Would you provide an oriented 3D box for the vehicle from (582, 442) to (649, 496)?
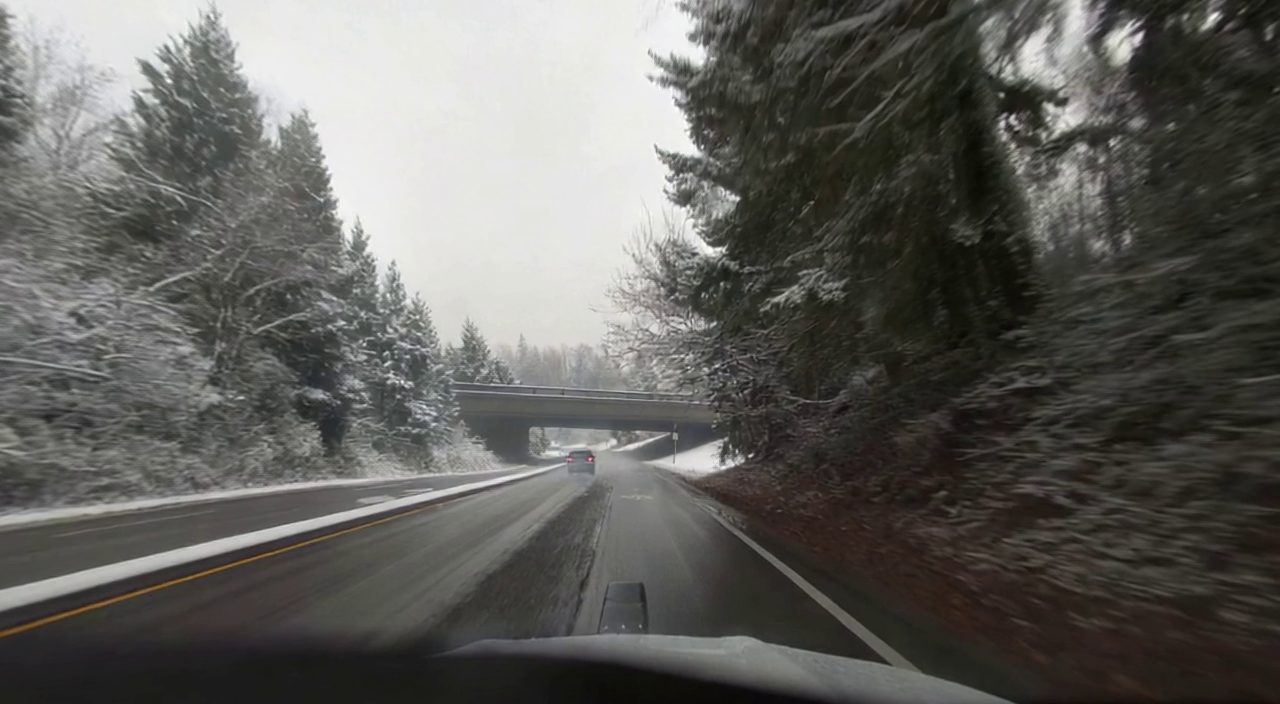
[{"bbox_3d":[-0.859,3.862,21.103,2.037,1.601,3.643,0,-9,-3],"label":"vehicle"}]
